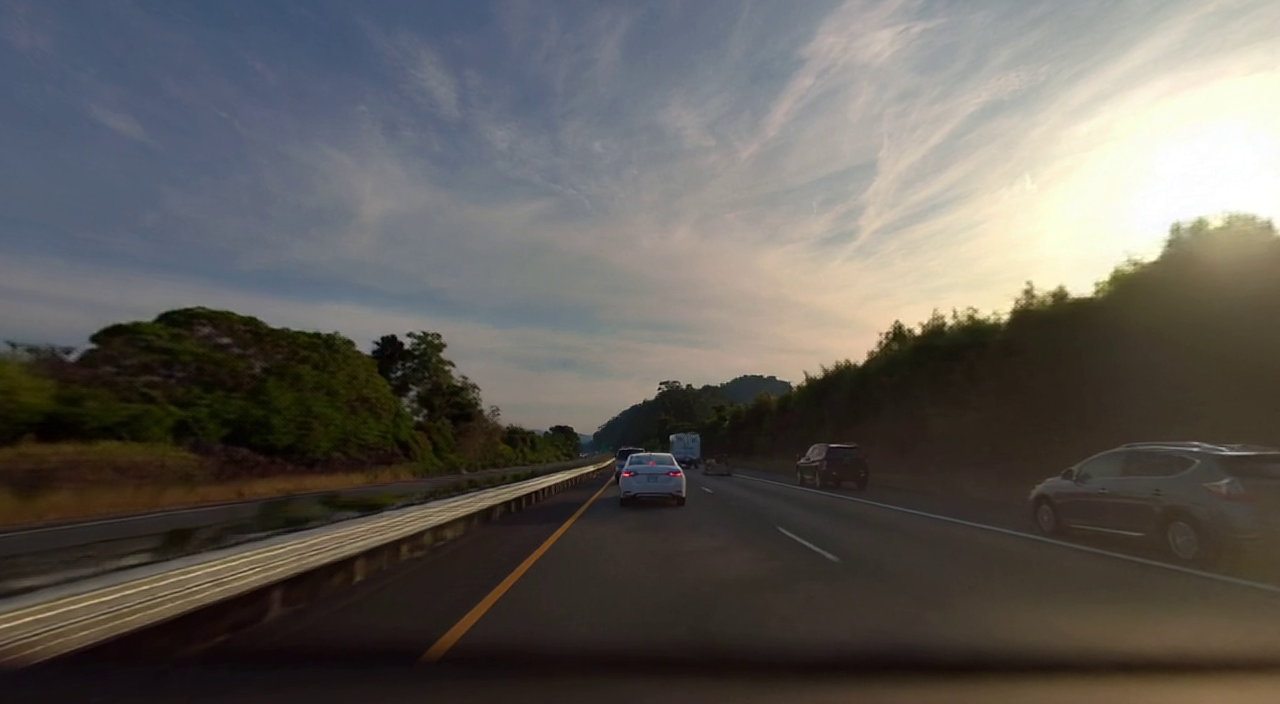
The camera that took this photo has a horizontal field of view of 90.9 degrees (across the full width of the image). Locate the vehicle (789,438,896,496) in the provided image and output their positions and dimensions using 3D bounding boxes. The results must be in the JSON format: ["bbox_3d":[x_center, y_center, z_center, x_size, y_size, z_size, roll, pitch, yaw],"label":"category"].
[{"bbox_3d":[6.503,3.748,20.813,1.980,1.702,4.235,0,-9,-2],"label":"vehicle"}]

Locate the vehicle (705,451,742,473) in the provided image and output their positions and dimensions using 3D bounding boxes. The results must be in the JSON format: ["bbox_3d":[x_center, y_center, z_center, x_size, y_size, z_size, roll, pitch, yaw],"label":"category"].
[{"bbox_3d":[5.931,7.846,45.105,1.921,1.451,3.841,0,-9,-3],"label":"vehicle"}]

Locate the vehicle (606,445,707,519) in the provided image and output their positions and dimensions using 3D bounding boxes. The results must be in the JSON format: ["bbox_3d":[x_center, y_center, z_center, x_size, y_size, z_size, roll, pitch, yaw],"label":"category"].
[{"bbox_3d":[0.296,2.977,14.861,2.076,1.485,3.774,0,-9,-1],"label":"vehicle"}]

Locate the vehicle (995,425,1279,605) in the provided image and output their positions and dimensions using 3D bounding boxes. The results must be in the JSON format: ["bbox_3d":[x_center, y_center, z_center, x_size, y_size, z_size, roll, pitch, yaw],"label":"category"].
[{"bbox_3d":[6.288,1.670,7.264,1.965,1.484,4.090,0,-9,0],"label":"vehicle"}]
